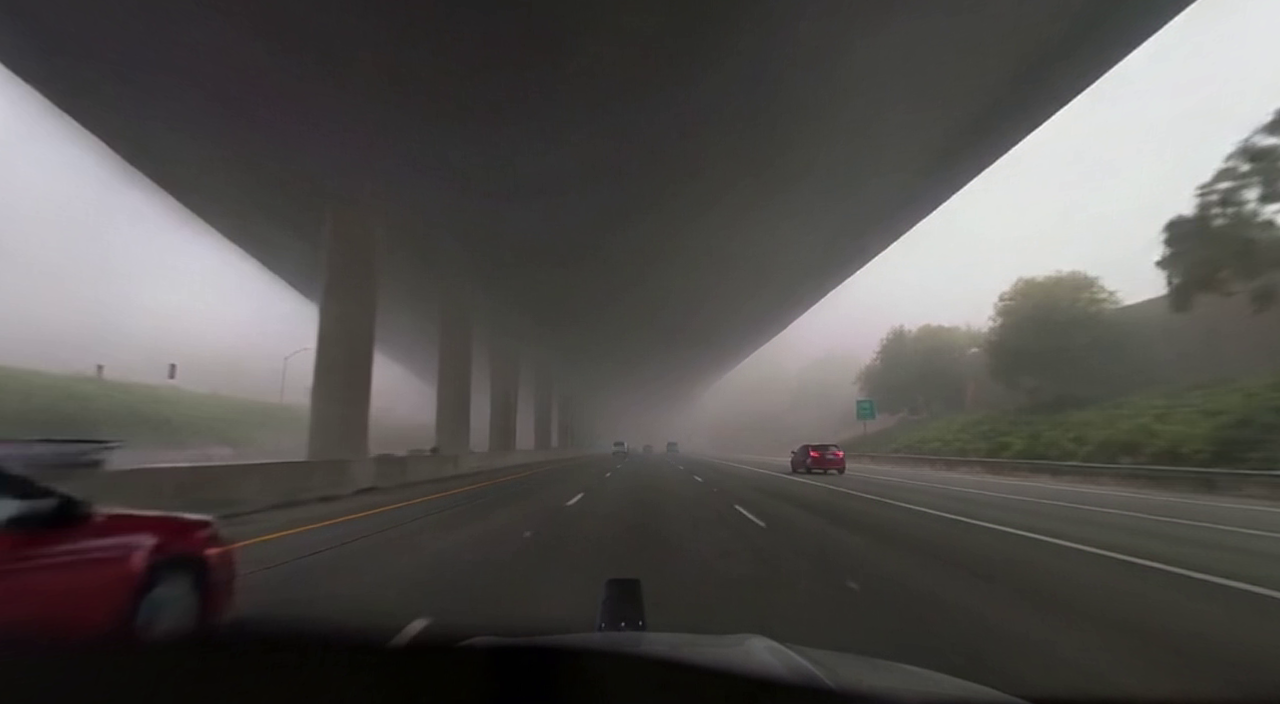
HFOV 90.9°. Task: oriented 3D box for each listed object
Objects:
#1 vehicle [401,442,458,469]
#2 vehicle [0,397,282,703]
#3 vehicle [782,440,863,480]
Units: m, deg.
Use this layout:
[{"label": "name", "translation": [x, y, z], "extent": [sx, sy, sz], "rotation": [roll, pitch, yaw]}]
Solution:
[{"label": "vehicle", "translation": [-13.028, 6.404, 39.276], "extent": [1.969, 1.582, 4.223], "rotation": [0, -8, 2]}, {"label": "vehicle", "translation": [-3.799, 0.909, 2.292], "extent": [2.085, 1.533, 4.861], "rotation": [0, -8, 1]}, {"label": "vehicle", "translation": [7.373, 4.403, 25.977], "extent": [1.914, 1.465, 4.574], "rotation": [0, -8, 0]}]
